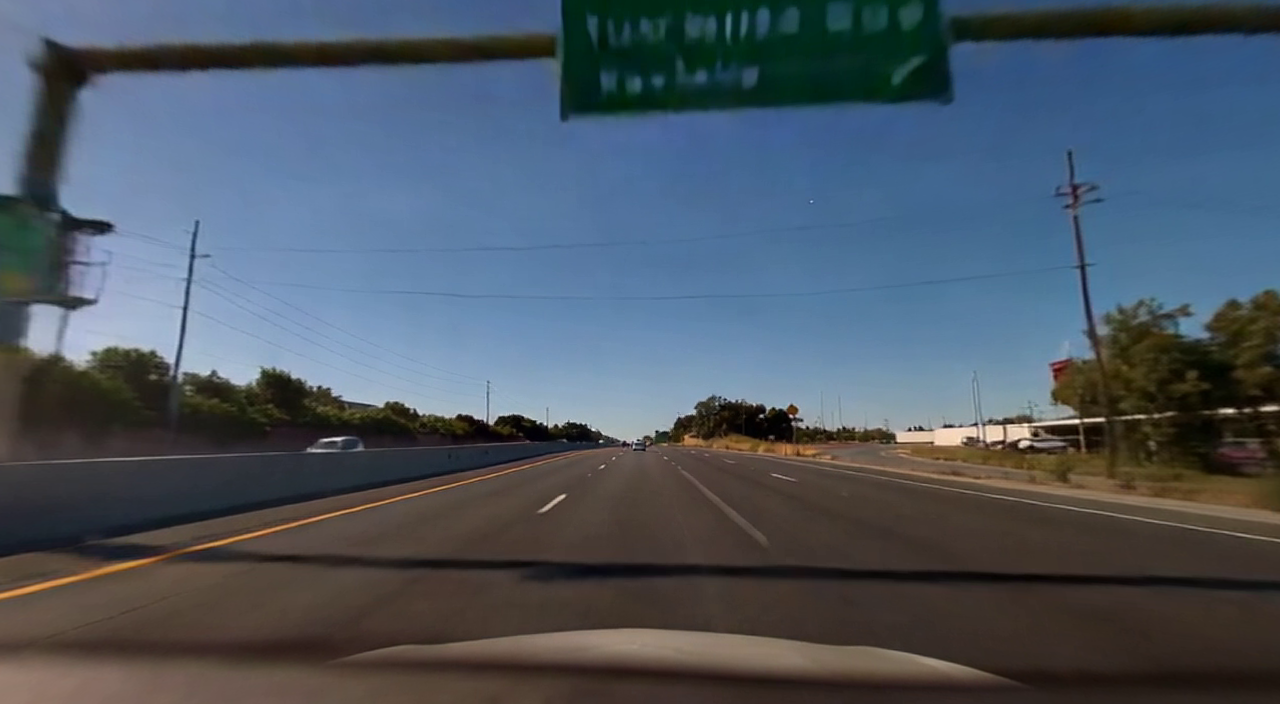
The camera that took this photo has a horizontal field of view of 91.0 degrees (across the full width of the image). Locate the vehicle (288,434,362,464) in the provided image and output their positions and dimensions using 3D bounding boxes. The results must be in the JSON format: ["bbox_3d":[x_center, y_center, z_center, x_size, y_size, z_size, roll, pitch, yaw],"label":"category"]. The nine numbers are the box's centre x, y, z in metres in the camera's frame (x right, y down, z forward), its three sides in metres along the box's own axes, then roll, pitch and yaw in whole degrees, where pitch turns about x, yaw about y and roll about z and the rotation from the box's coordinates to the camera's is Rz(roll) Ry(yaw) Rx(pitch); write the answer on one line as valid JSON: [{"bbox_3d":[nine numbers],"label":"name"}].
[{"bbox_3d":[-17.260,5.415,34.738,1.854,1.538,4.215,0,-10,0],"label":"vehicle"}]
